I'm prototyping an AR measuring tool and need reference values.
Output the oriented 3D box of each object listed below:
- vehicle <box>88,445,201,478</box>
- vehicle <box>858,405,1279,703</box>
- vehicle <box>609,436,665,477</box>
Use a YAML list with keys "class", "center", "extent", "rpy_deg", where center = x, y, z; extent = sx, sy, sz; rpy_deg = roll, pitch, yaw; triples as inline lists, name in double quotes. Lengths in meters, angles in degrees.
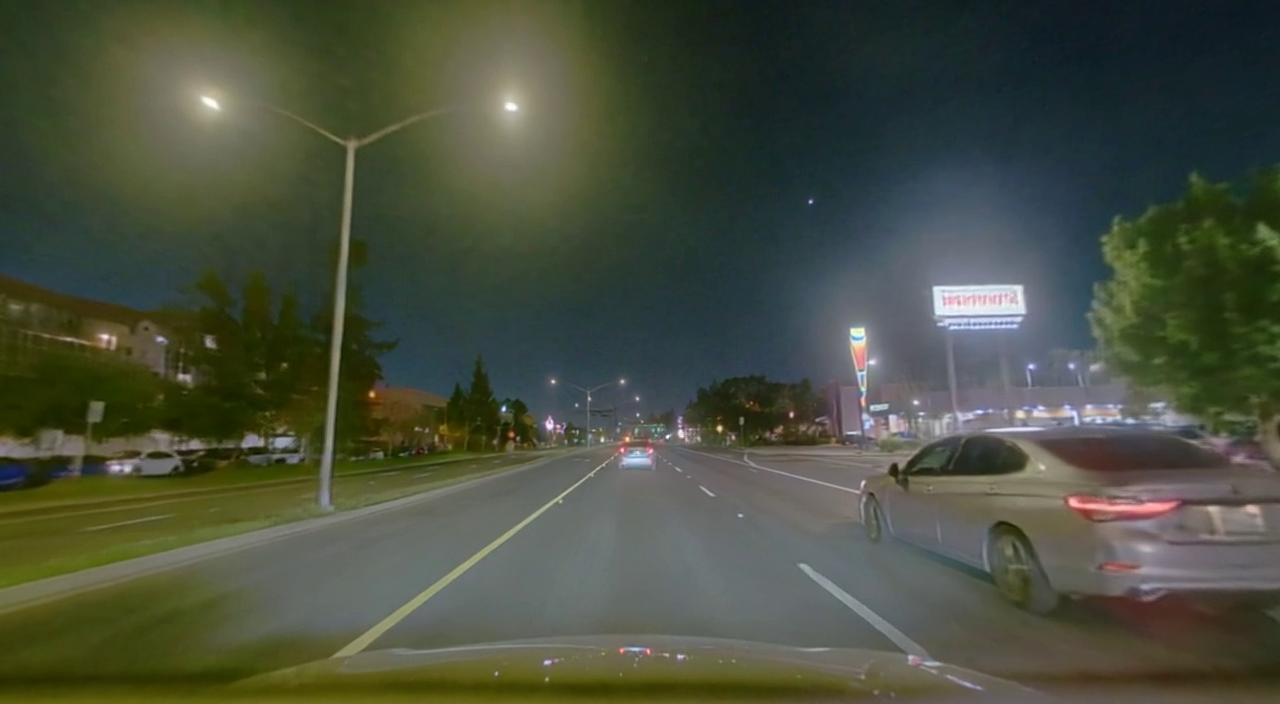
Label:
- class: "vehicle"
  center: [-27.235, 6.023, 34.728]
  extent: [4.519, 1.712, 1.932]
  rpy_deg: [0, -8, -1]
- class: "vehicle"
  center: [3.853, 1.345, 5.507]
  extent: [2.153, 1.456, 4.705]
  rpy_deg: [0, -8, -1]
- class: "vehicle"
  center: [-0.131, 3.996, 24.236]
  extent: [1.998, 1.452, 3.773]
  rpy_deg: [0, -8, -1]
